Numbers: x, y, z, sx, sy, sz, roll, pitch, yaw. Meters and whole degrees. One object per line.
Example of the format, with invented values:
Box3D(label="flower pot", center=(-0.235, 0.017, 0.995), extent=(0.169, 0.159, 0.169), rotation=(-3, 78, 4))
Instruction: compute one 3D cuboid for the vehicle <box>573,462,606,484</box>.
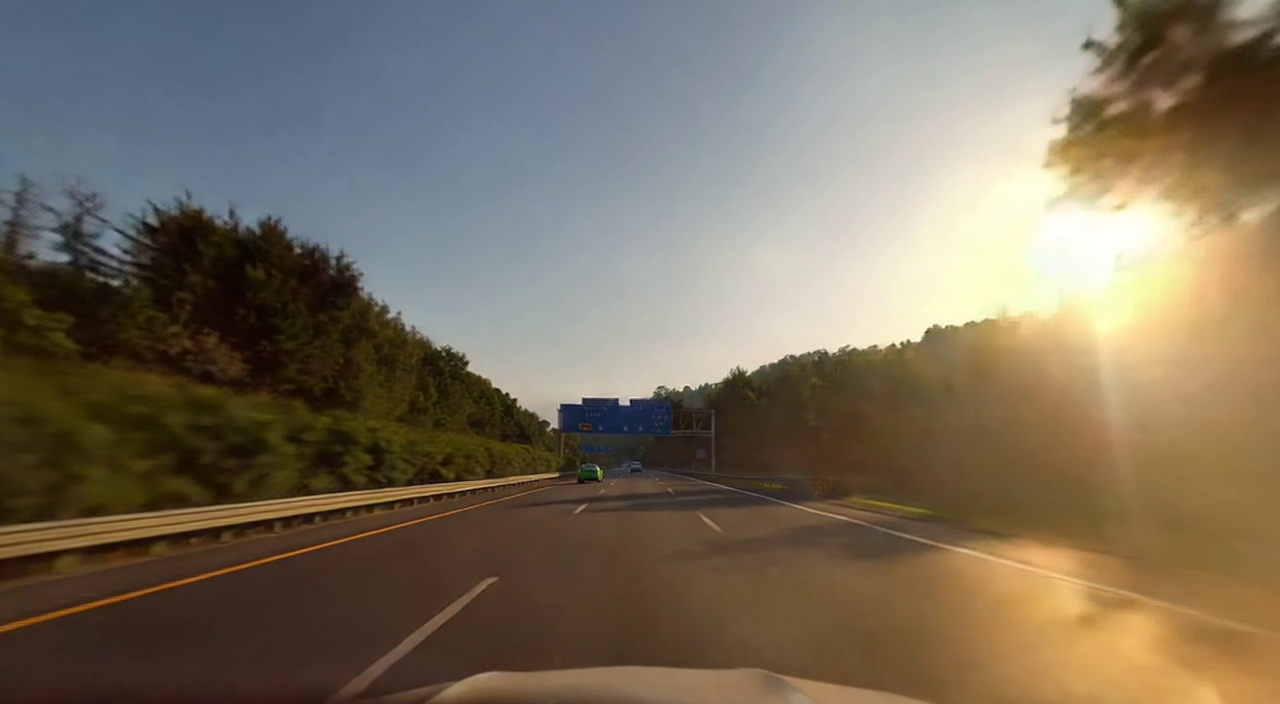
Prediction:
Box3D(label="vehicle", center=(-3.749, 9.209, 47.909), extent=(2.143, 1.516, 4.552), rotation=(1, -11, 0))
